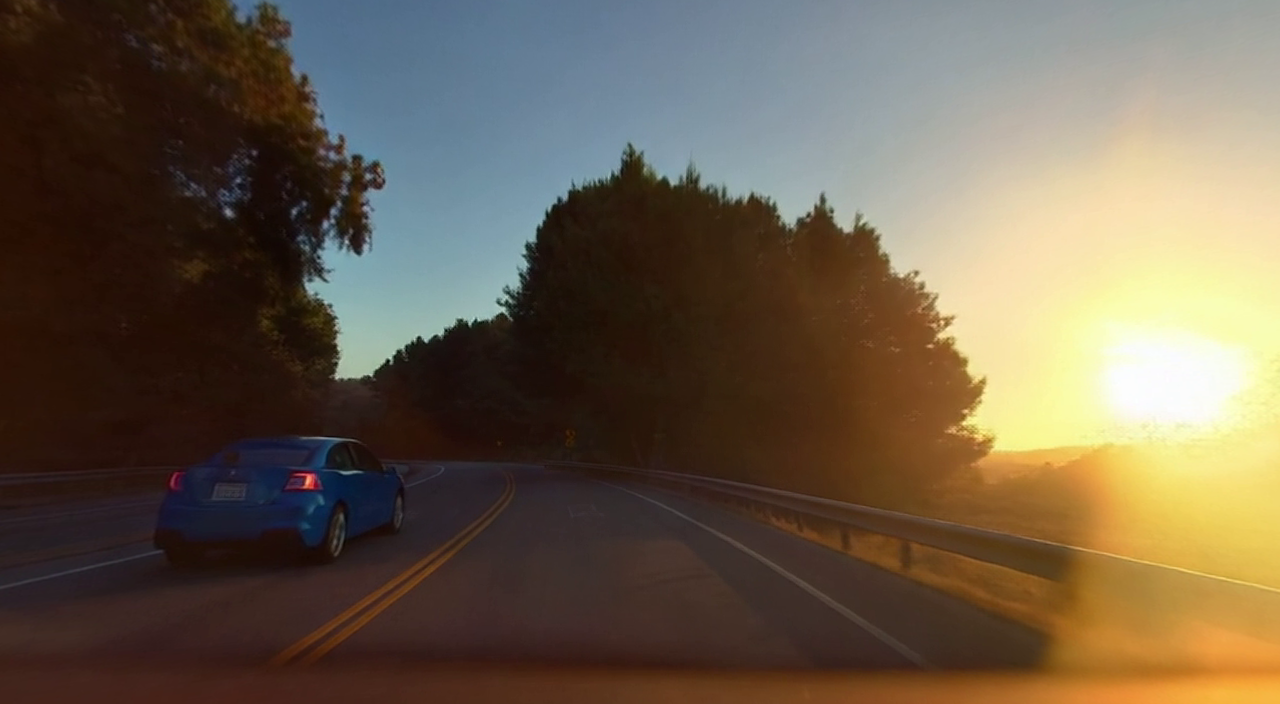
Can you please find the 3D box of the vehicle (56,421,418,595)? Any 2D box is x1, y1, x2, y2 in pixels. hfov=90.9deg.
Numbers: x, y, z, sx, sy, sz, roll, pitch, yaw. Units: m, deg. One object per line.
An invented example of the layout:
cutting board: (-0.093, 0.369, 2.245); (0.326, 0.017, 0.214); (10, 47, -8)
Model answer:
vehicle: (-4.494, 1.781, 7.983); (2.078, 1.607, 3.959); (0, -9, -3)
